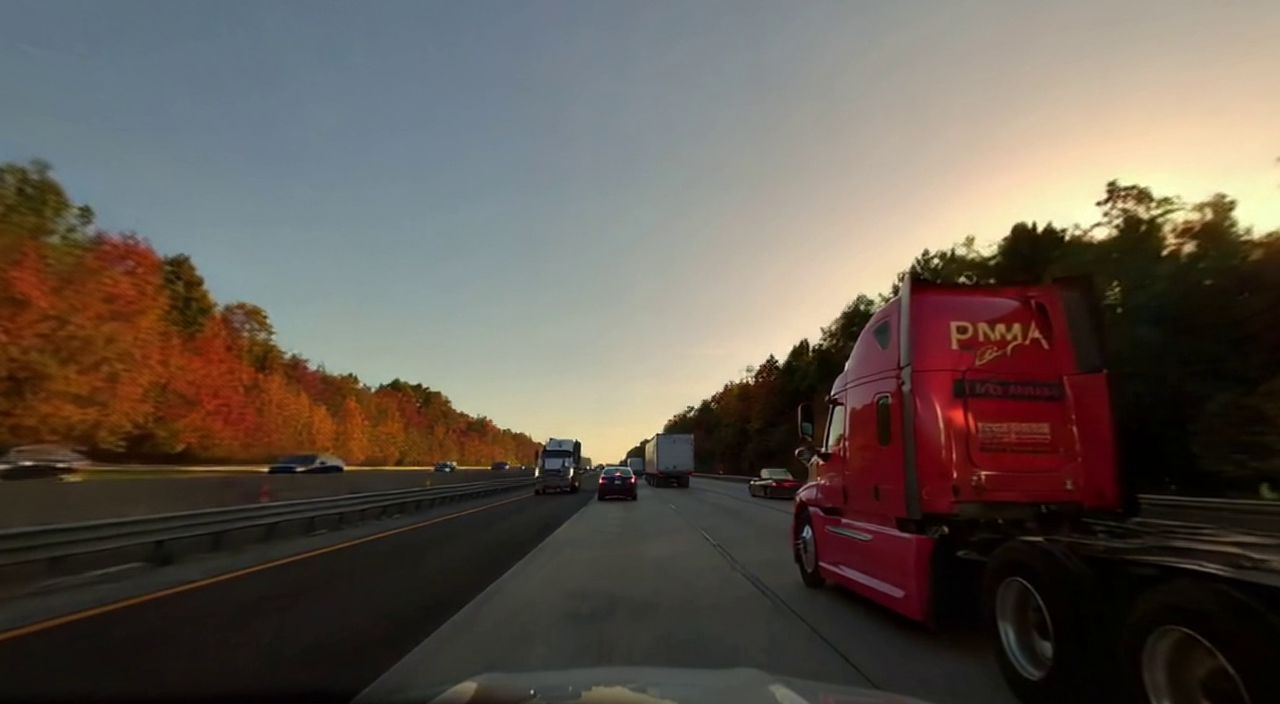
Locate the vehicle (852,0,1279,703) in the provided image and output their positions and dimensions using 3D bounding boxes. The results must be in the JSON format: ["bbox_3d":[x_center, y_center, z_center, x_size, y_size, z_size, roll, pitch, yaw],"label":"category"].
[{"bbox_3d":[3.972,-0.454,0.249,2.856,4.040,14.009,1,-11,0],"label":"vehicle"}]

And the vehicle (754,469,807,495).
[{"bbox_3d":[8.949,8.299,40.519,1.970,1.517,4.765,2,-11,-5],"label":"vehicle"}]

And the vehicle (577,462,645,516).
[{"bbox_3d":[-0.904,4.575,21.442,2.010,1.580,4.949,1,-10,-1],"label":"vehicle"}]

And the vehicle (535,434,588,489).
[{"bbox_3d":[-5.616,8.200,46.780,2.941,3.604,9.047,1,-10,-2],"label":"vehicle"}]

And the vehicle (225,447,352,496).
[{"bbox_3d":[-12.485,4.315,22.792,2.009,1.548,4.603,1,-11,-1],"label":"vehicle"}]
